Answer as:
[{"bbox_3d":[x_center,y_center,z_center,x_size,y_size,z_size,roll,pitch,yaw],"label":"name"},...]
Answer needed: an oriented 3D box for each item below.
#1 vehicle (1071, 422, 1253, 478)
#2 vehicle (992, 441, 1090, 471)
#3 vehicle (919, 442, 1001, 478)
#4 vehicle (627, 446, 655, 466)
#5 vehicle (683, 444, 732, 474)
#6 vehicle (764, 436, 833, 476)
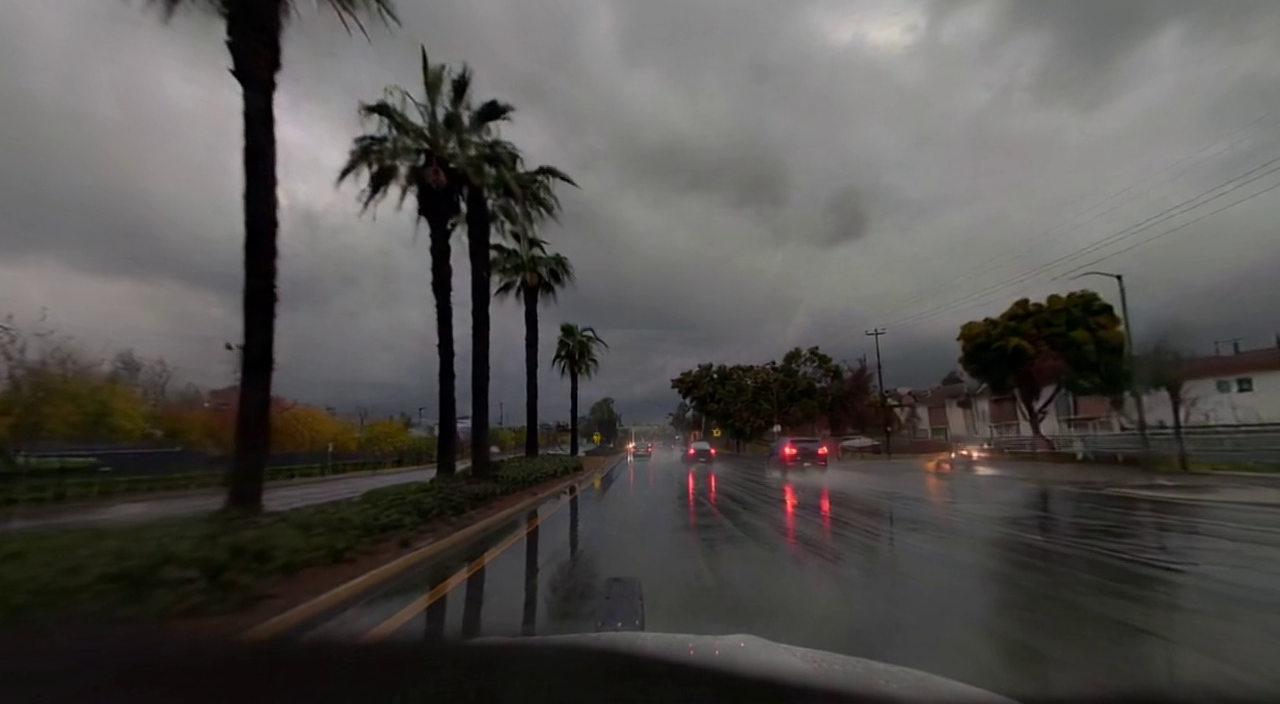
[{"bbox_3d":[21.088,4.012,26.022,2.304,2.044,5.894,0,-8,-2],"label":"vehicle"},{"bbox_3d":[20.999,5.468,33.379,1.822,1.456,4.860,0,-8,-2],"label":"vehicle"},{"bbox_3d":[14.501,4.899,28.849,1.743,1.505,3.682,0,-8,-1],"label":"vehicle"},{"bbox_3d":[0.027,7.832,47.803,2.031,1.444,4.361,0,-8,-1],"label":"vehicle"},{"bbox_3d":[3.405,5.482,32.645,1.875,1.452,4.453,0,-8,-2],"label":"vehicle"},{"bbox_3d":[7.087,4.688,28.642,1.916,1.646,4.258,0,-8,-1],"label":"vehicle"}]
